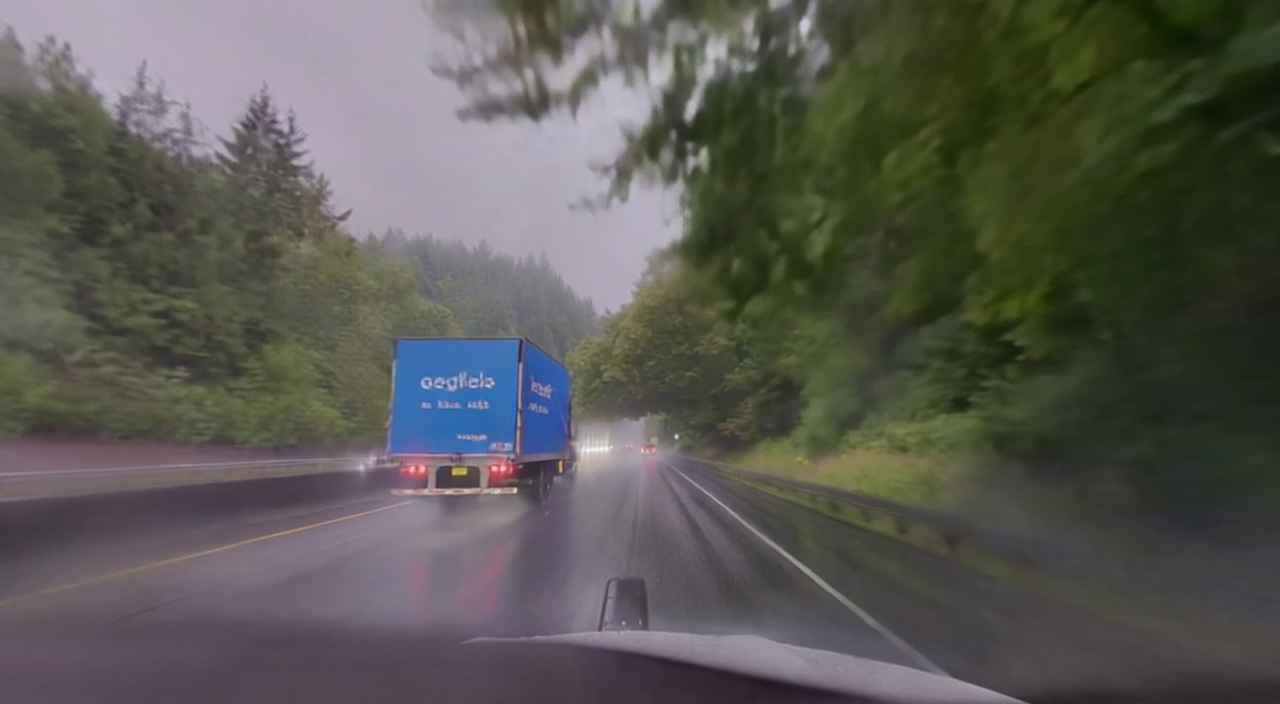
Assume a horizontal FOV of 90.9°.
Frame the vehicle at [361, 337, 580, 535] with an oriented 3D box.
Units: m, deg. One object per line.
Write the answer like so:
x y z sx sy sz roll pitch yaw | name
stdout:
-2.999 1.829 13.491 2.695 3.151 6.885 0 -9 0 | vehicle
